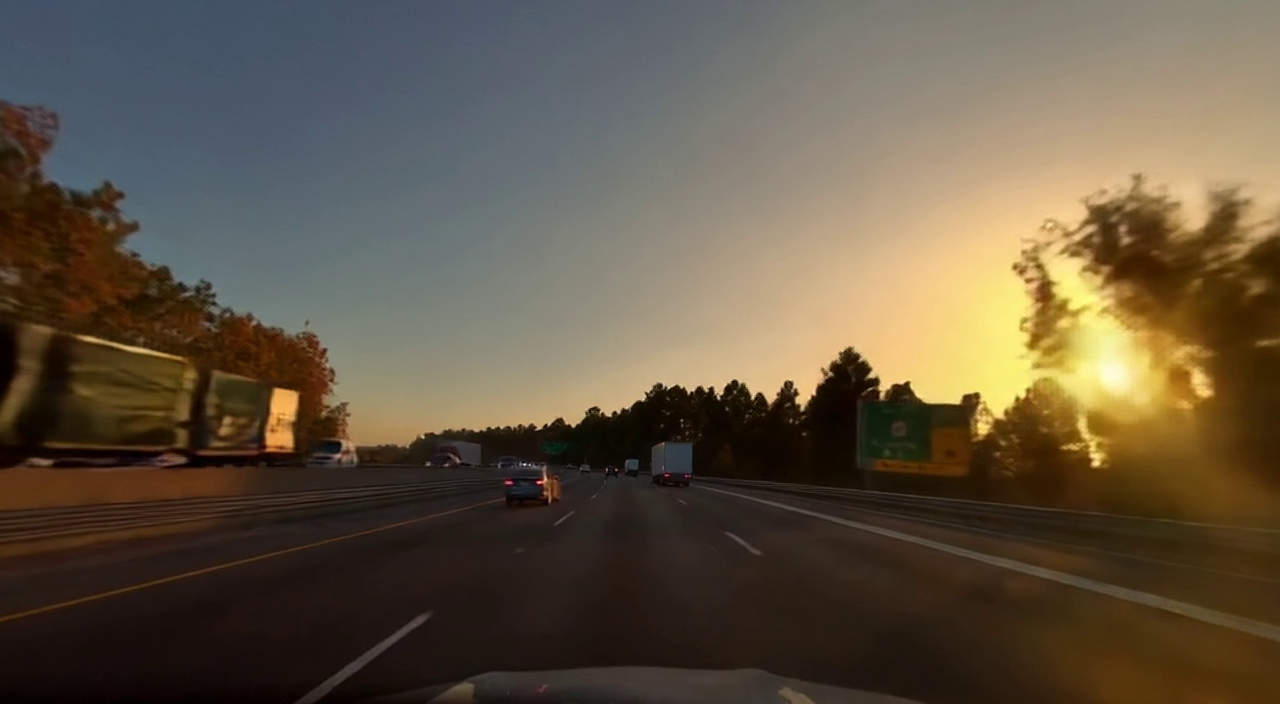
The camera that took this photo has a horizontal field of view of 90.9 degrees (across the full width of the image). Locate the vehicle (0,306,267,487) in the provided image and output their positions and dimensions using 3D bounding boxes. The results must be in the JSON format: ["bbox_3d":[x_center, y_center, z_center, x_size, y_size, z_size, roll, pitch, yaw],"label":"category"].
[{"bbox_3d":[-15.705,1.549,17.062,2.800,3.967,14.034,1,-11,-1],"label":"vehicle"}]

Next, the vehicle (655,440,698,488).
[{"bbox_3d":[2.785,8.911,49.915,2.738,3.456,7.520,1,-11,-2],"label":"vehicle"}]

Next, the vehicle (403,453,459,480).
[{"bbox_3d":[-12.210,6.769,37.044,1.874,1.446,4.444,1,-11,-2],"label":"vehicle"}]

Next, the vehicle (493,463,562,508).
[{"bbox_3d":[-4.031,4.865,23.202,1.868,1.485,3.770,1,-11,-1],"label":"vehicle"}]

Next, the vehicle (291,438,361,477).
[{"bbox_3d":[-22.337,7.618,45.157,2.275,2.518,5.911,2,-11,-5],"label":"vehicle"}]
